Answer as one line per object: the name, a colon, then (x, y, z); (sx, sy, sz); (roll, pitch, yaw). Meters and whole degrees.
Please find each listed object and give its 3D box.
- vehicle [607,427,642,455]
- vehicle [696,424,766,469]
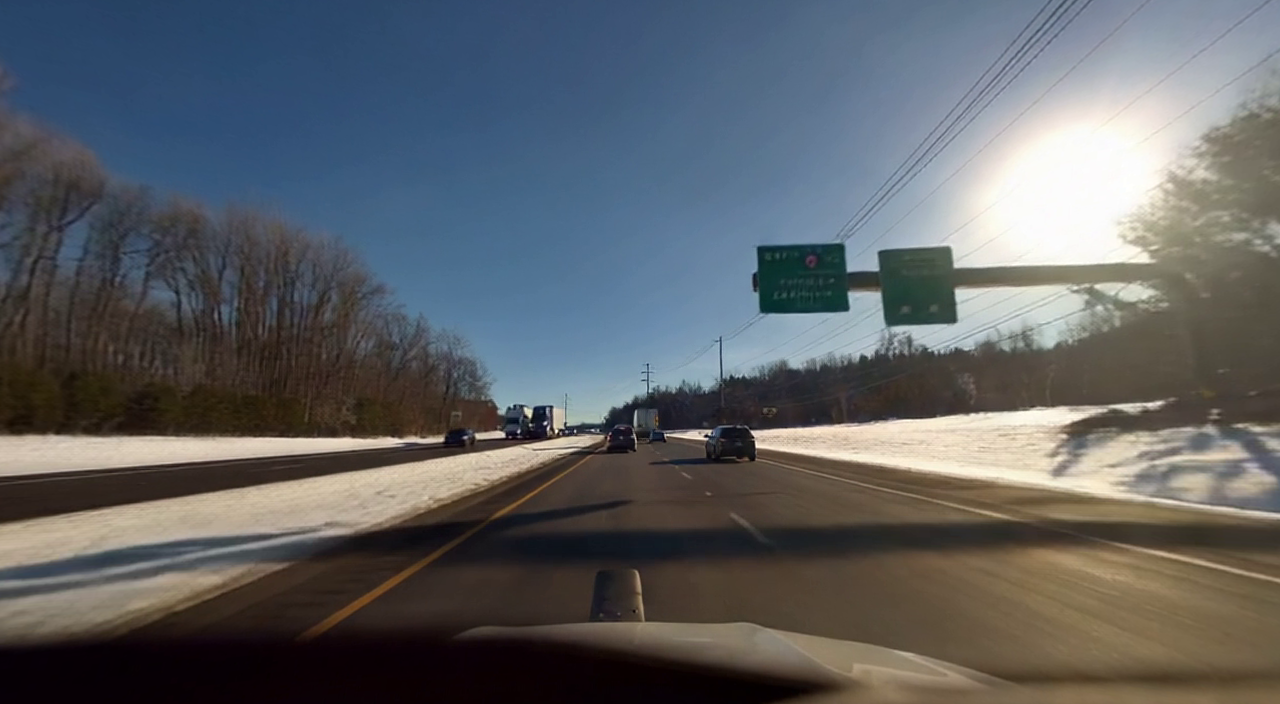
vehicle: (-0.949, 5.665, 40.283); (2.134, 1.710, 4.049); (0, -7, -1)
vehicle: (3.402, 3.637, 24.334); (2.062, 1.581, 3.914); (0, -8, -1)
